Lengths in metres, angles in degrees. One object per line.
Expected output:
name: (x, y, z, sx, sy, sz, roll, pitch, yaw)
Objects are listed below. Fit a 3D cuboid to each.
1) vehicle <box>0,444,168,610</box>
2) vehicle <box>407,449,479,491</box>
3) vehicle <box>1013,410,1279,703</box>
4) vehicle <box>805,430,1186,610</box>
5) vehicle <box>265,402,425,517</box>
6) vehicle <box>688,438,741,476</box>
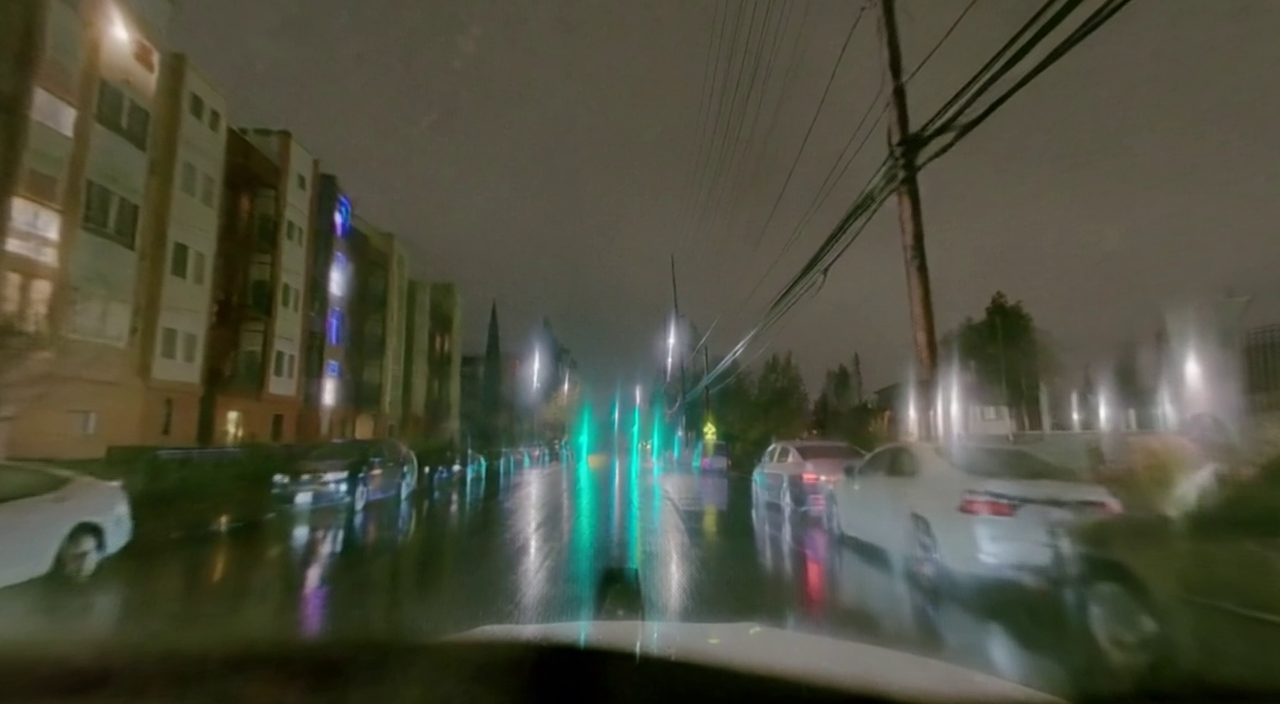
vehicle: (-7.244, 1.757, 6.123, 1.894, 1.585, 4.514, -3, -8, 0)
vehicle: (-7.796, 4.676, 25.371, 1.873, 1.437, 4.068, -1, -8, -4)
vehicle: (3.844, 0.939, 2.227, 2.022, 1.521, 4.933, 0, -9, 0)
vehicle: (3.773, 1.850, 8.007, 1.943, 1.563, 4.752, 1, -9, -2)
vehicle: (-7.159, 2.656, 15.906, 1.889, 2.463, 4.142, 0, -9, 1)
vehicle: (3.567, 5.134, 31.082, 2.095, 1.694, 4.592, -1, -8, 1)
